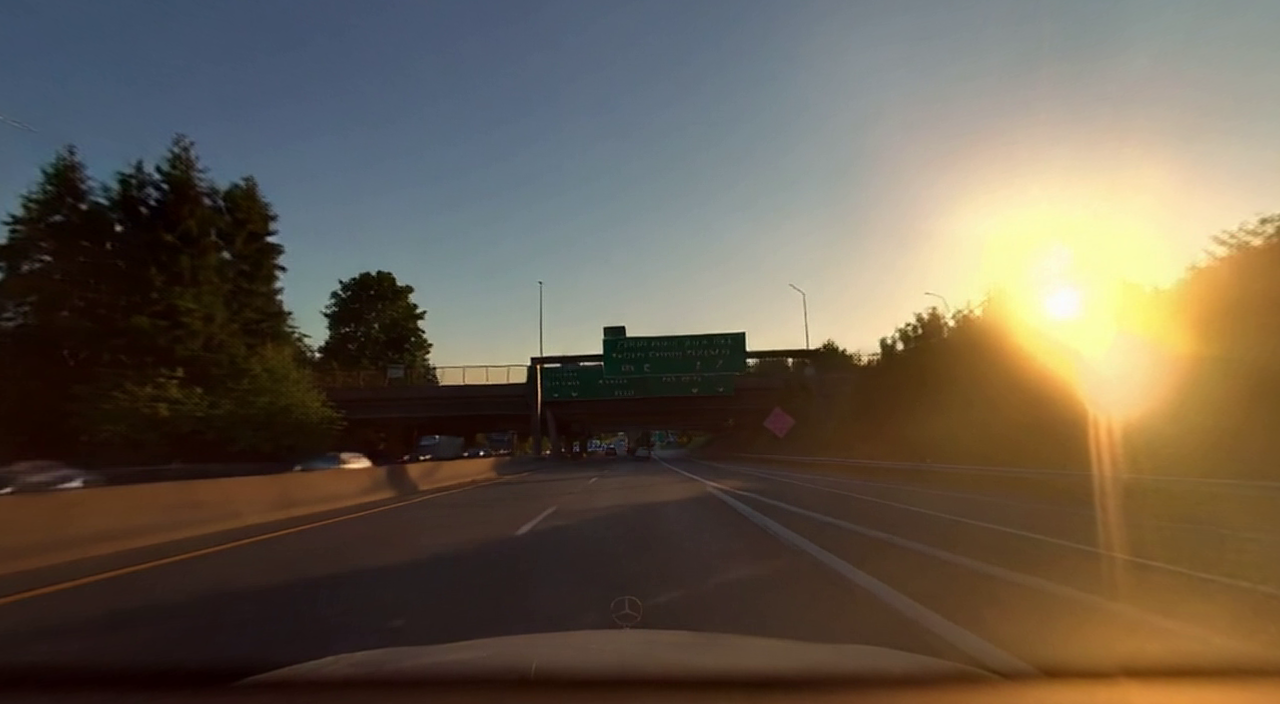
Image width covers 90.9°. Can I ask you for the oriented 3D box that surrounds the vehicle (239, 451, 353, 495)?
[{"bbox_3d":[-12.551,4.408,23.346,1.829,1.472,4.158,0,-9,1],"label":"vehicle"}]

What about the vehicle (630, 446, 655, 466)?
[{"bbox_3d":[0.182,7.985,48.436,1.860,1.473,3.689,0,-9,1],"label":"vehicle"}]
